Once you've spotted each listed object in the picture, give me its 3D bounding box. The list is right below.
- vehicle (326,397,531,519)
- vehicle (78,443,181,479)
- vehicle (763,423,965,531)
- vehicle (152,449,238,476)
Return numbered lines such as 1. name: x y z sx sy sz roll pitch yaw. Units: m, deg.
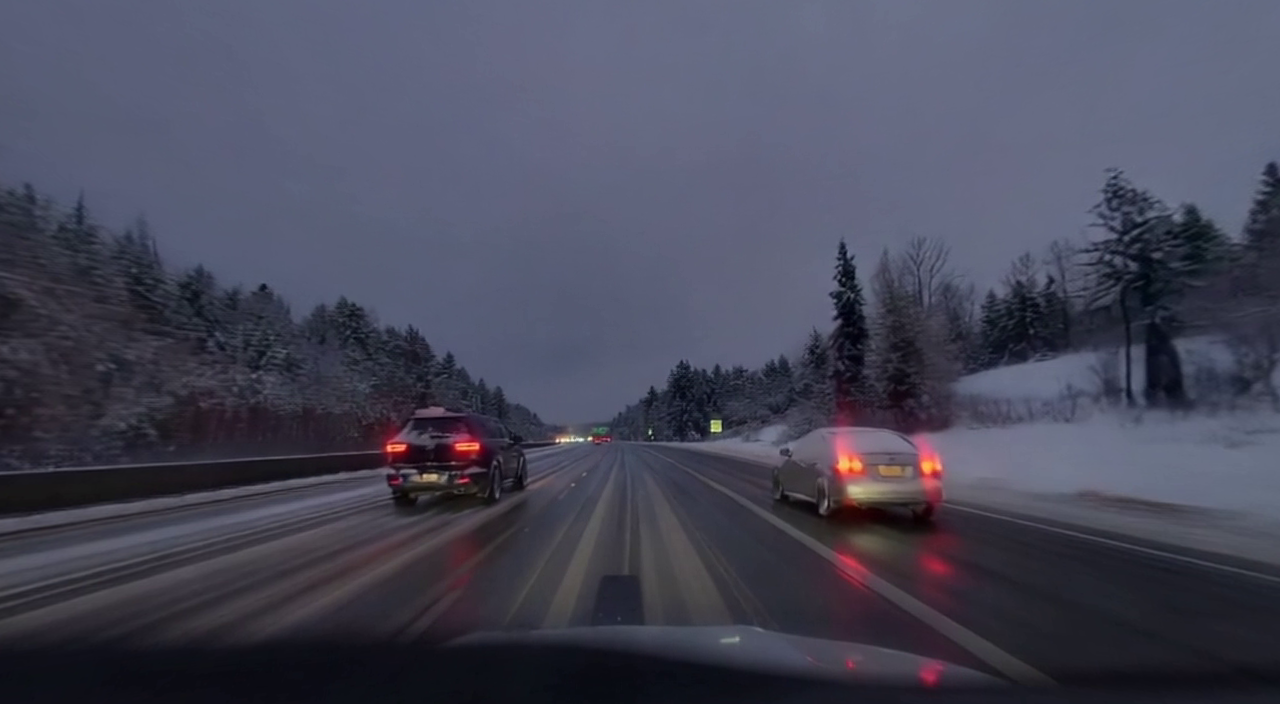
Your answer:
1. vehicle: -3.601 1.937 12.132 2.106 1.779 5.610 0 -8 -1
2. vehicle: -30.592 6.518 37.901 2.022 1.946 4.972 0 -8 -1
3. vehicle: 3.546 2.033 10.967 1.817 1.465 4.415 0 -8 -1
4. vehicle: -26.939 6.669 38.244 1.809 1.483 4.661 0 -8 0
